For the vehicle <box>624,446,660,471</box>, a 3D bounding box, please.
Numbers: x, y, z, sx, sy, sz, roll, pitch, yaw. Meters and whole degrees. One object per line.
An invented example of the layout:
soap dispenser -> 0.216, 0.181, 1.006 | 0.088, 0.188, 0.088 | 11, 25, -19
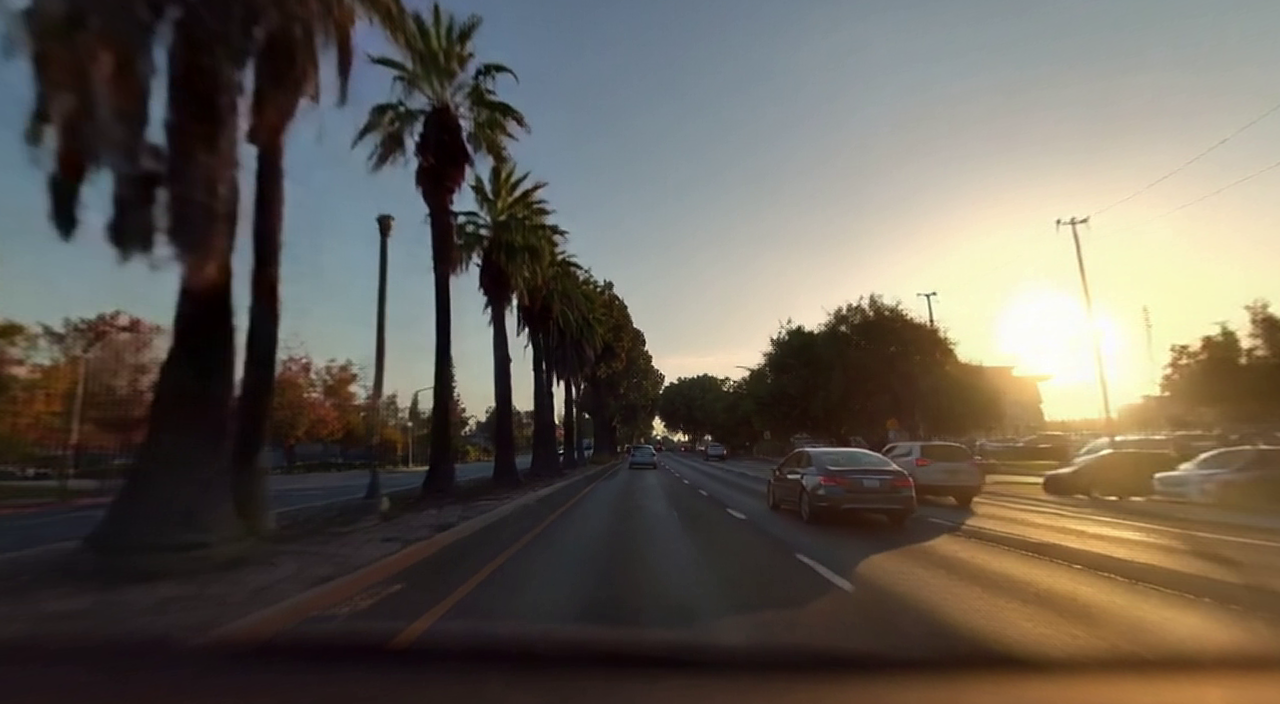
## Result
vehicle -> 0.078, 6.404, 38.206 | 2.031, 1.444, 4.361 | 0, -9, -1

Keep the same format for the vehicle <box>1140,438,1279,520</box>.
vehicle -> 15.140, 3.070, 15.676 | 1.954, 1.800, 4.165 | 0, -9, 0

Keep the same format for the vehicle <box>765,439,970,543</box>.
vehicle -> 3.682, 2.316, 11.248 | 1.875, 1.452, 4.453 | 0, -9, -2

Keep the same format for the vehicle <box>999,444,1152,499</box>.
vehicle -> 15.151, 4.140, 22.377 | 2.017, 1.710, 4.715 | 0, -9, 0
